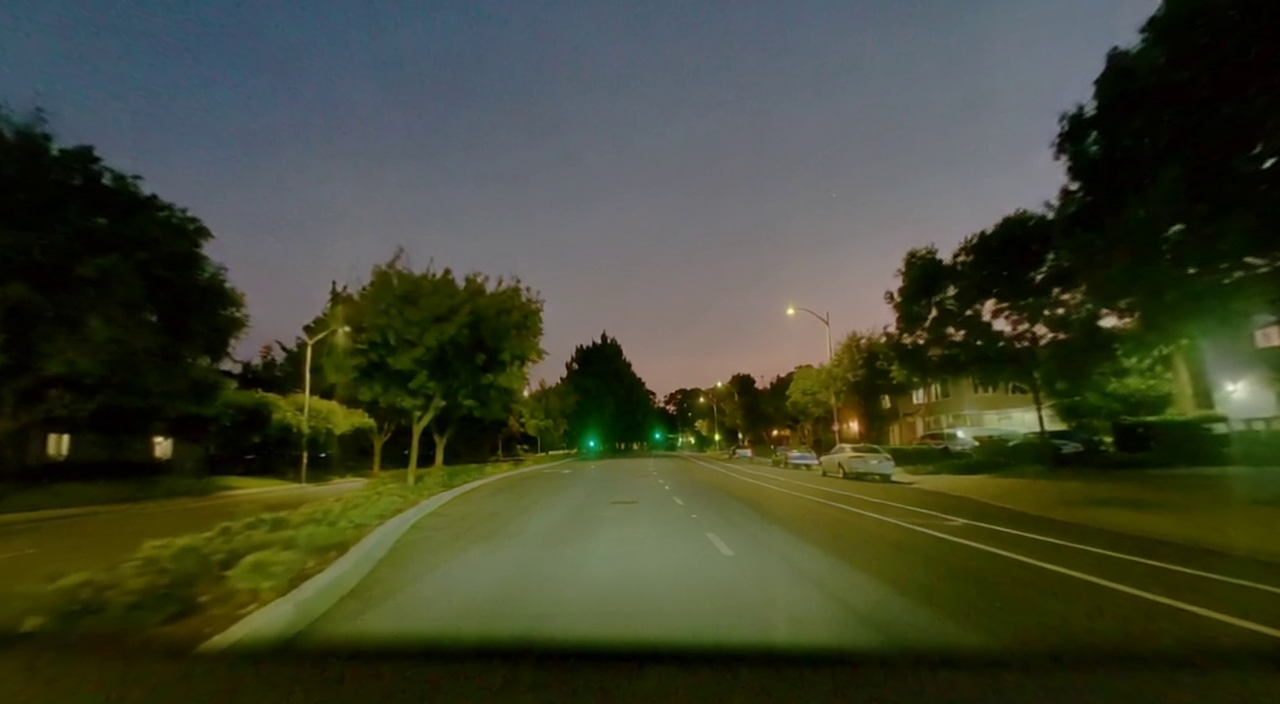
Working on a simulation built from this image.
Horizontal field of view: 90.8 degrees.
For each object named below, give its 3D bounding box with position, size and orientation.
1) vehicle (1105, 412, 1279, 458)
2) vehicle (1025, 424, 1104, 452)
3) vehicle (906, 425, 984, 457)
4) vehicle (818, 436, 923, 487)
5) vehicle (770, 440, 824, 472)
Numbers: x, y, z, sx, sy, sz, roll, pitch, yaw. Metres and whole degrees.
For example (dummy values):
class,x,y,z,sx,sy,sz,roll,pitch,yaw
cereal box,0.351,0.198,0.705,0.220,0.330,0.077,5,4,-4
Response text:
class,x,y,z,sx,sy,sz,roll,pitch,yaw
vehicle,24.496,3.759,28.208,1.979,1.831,5.479,5,-10,-32
vehicle,25.673,5.270,38.421,1.878,1.581,4.259,0,-8,1
vehicle,18.442,5.440,38.510,2.018,1.755,5.379,0,-8,-1
vehicle,8.587,4.099,24.068,2.192,1.714,4.885,0,-8,1
vehicle,8.904,5.931,36.255,1.990,1.728,4.597,0,-8,1
